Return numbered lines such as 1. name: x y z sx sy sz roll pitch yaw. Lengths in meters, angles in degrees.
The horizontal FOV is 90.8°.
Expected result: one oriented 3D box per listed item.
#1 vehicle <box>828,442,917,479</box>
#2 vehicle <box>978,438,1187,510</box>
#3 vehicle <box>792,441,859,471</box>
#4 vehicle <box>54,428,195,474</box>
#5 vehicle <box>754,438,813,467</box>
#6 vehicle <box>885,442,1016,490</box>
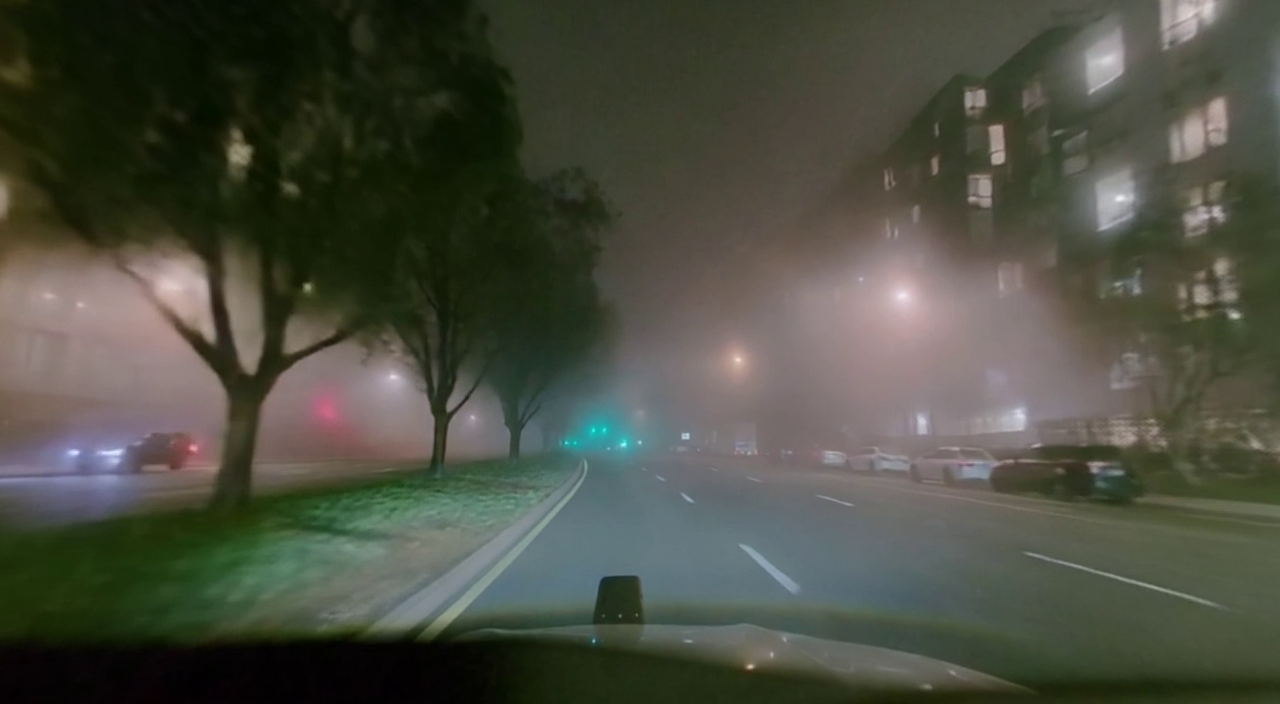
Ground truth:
1. vehicle: 10.149 4.770 28.025 1.895 1.467 4.885 0 -8 -3
2. vehicle: 10.728 2.964 15.838 1.907 1.524 4.381 0 -8 -3
3. vehicle: 9.849 5.574 33.942 1.801 1.489 4.339 1 -9 -7
4. vehicle: -19.144 3.676 23.728 1.938 1.524 4.107 1 -8 -3
5. vehicle: 9.224 6.519 41.152 2.050 1.699 5.584 1 -8 -5
6. vehicle: 10.581 3.900 22.000 1.838 1.466 4.704 1 -9 -5
